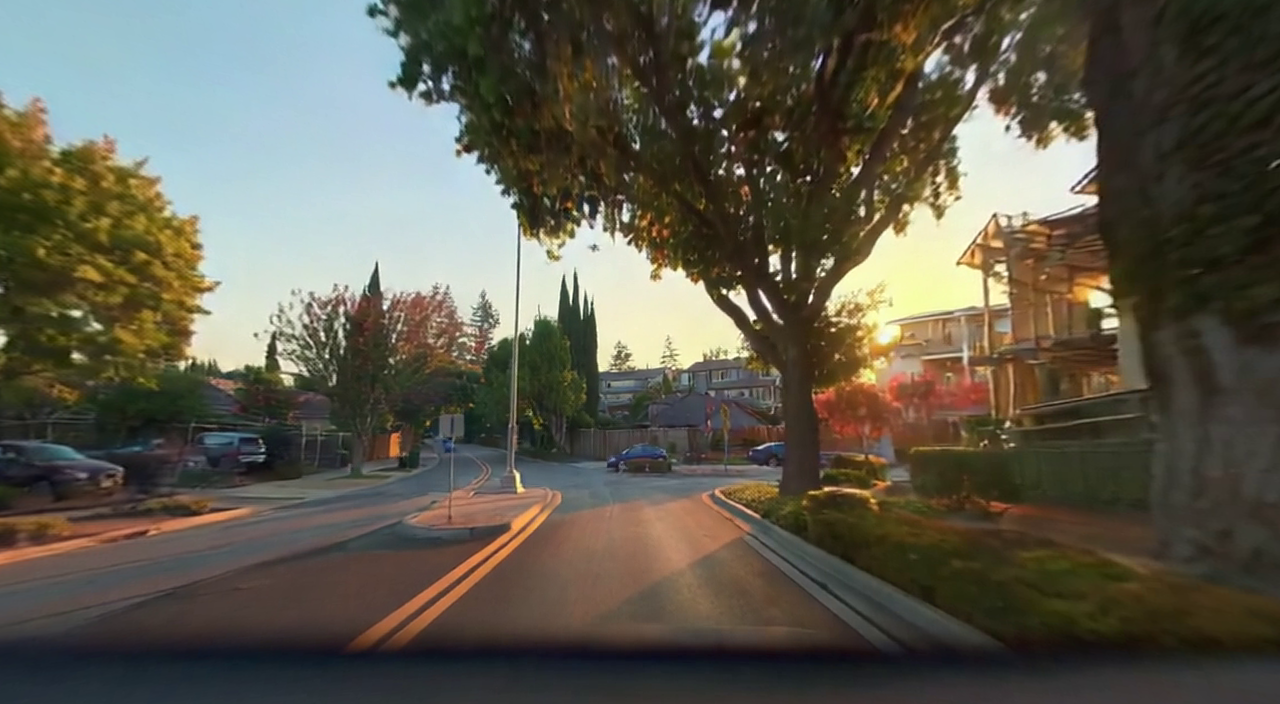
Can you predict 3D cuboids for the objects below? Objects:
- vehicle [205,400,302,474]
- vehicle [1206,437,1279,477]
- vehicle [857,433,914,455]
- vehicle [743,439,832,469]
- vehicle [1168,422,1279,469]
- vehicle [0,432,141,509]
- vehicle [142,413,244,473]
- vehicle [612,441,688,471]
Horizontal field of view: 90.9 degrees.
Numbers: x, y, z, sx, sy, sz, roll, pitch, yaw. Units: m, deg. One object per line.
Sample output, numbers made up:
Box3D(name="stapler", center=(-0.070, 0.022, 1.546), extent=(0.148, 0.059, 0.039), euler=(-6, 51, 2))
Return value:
Box3D(name="vehicle", center=(-20.538, 4.457, 33.862), extent=(2.438, 3.594, 5.582), euler=(2, -6, -11))
Box3D(name="vehicle", center=(25.319, 4.175, 25.282), extent=(1.888, 1.485, 4.798), euler=(-3, -9, 17))
Box3D(name="vehicle", center=(19.286, 7.235, 49.513), extent=(4.073, 1.482, 1.825), euler=(1, -10, -28))
Box3D(name="vehicle", center=(8.125, 5.664, 35.037), extent=(4.378, 1.543, 2.080), euler=(0, -9, -1))
Box3D(name="vehicle", center=(32.806, 5.216, 35.305), extent=(4.274, 2.476, 2.103), euler=(-1, -8, 5))
Box3D(name="vehicle", center=(-14.277, 2.757, 14.764), extent=(1.871, 1.568, 4.420), euler=(-1, -9, -6))
Box3D(name="vehicle", center=(-23.237, 4.775, 33.053), extent=(2.207, 2.862, 4.908), euler=(1, -9, -9))
Box3D(name="vehicle", center=(0.505, 5.616, 34.268), extent=(3.772, 1.531, 1.949), euler=(1, -9, -10))
